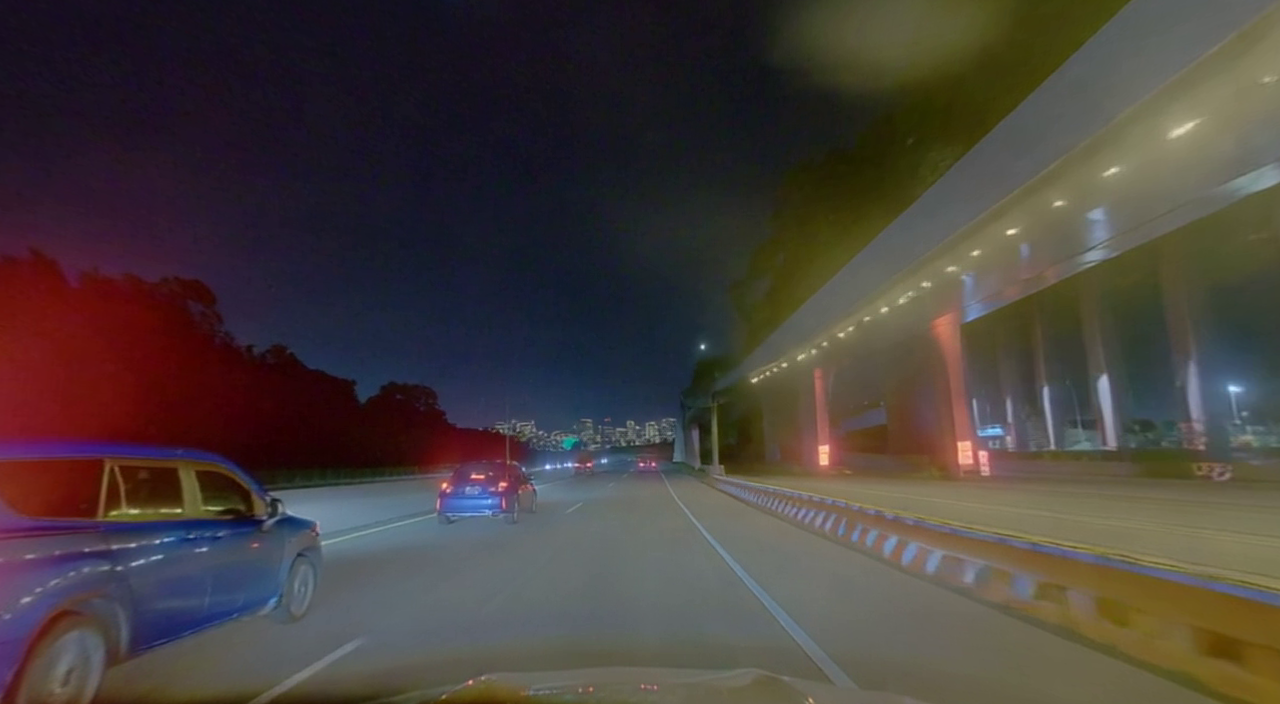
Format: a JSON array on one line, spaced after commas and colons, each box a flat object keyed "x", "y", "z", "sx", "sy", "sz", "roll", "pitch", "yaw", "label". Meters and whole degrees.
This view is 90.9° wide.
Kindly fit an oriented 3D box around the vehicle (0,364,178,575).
[{"x": -9.175, "y": 1.346, "z": 7.302, "sx": 2.310, "sy": 2.576, "sz": 6.321, "roll": 0, "pitch": -10, "yaw": 5, "label": "vehicle"}]

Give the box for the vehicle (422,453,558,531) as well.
[{"x": -3.166, "y": 3.057, "z": 14.120, "sx": 1.992, "sy": 1.466, "sz": 3.690, "roll": 0, "pitch": -10, "yaw": 2, "label": "vehicle"}]
